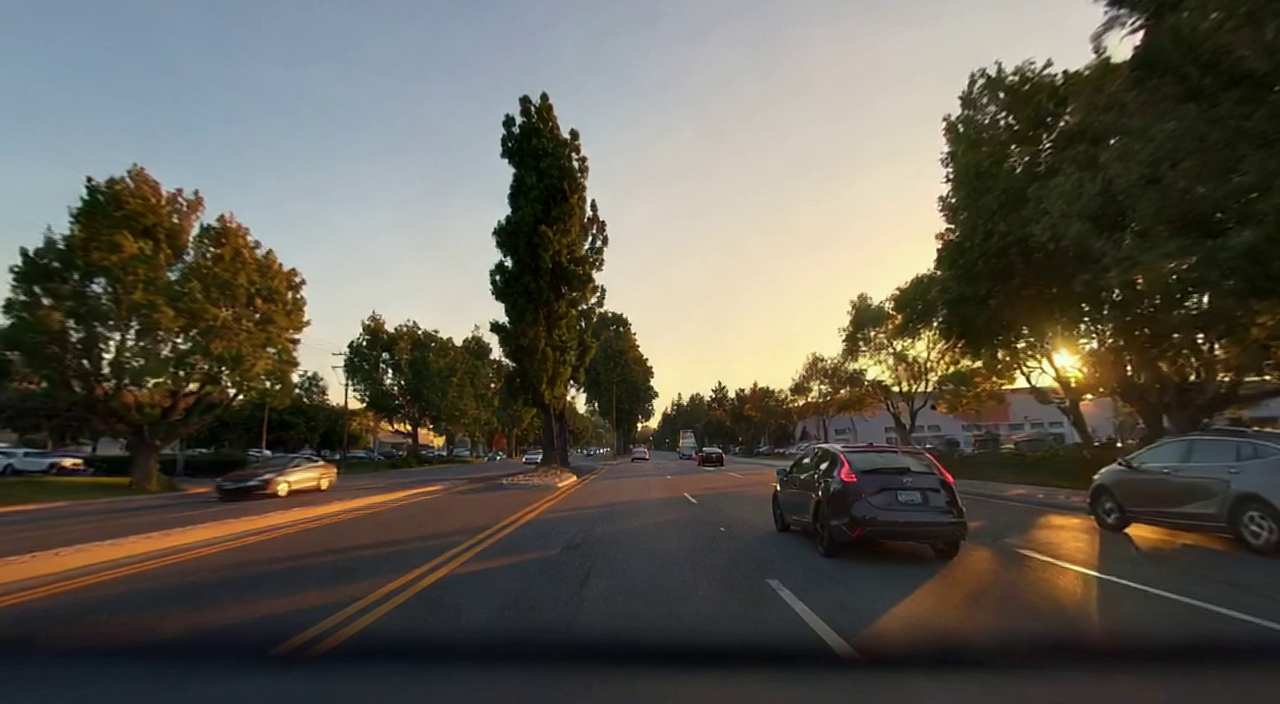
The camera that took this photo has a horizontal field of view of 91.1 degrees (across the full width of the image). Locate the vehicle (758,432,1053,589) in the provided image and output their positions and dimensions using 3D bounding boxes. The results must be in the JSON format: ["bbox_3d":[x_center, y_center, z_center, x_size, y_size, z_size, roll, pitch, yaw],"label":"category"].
[{"bbox_3d":[2.986,1.861,8.321,1.935,1.501,4.384,0,-9,-1],"label":"vehicle"}]

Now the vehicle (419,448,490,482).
[{"bbox_3d":[-8.759,5.339,30.029,1.919,1.474,4.444,0,-9,2],"label":"vehicle"}]

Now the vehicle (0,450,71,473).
[{"bbox_3d":[-41.772,7.385,42.667,1.833,1.455,4.585,0,-9,-1],"label":"vehicle"}]

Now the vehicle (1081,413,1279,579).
[{"bbox_3d":[8.239,1.755,7.949,1.972,1.856,4.487,0,-9,0],"label":"vehicle"}]

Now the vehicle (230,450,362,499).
[{"bbox_3d":[-11.817,4.199,21.975,1.982,1.468,4.485,0,-9,2],"label":"vehicle"}]
